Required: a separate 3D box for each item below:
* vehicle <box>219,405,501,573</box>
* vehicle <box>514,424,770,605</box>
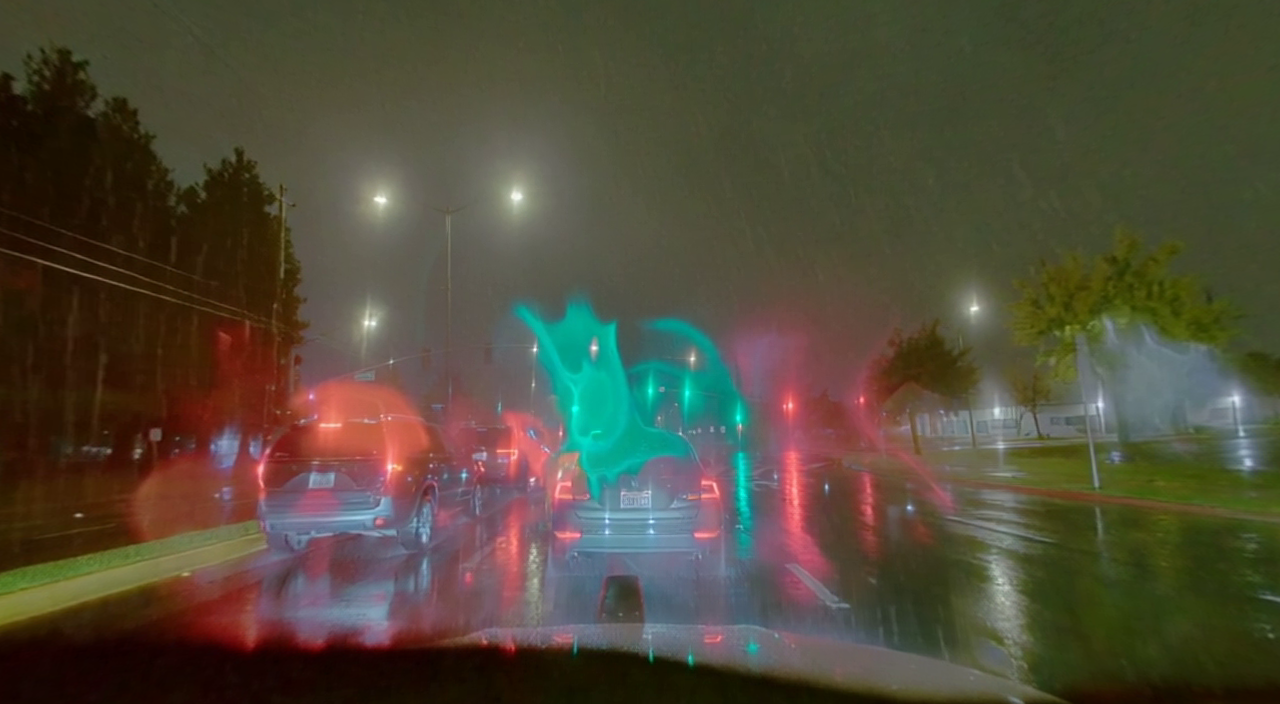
[{"bbox_3d":[-3.413,1.754,8.822,2.046,1.751,4.208,0,-8,-1],"label":"vehicle"},{"bbox_3d":[-0.039,1.646,7.310,2.126,1.475,3.967,0,-8,-2],"label":"vehicle"}]
